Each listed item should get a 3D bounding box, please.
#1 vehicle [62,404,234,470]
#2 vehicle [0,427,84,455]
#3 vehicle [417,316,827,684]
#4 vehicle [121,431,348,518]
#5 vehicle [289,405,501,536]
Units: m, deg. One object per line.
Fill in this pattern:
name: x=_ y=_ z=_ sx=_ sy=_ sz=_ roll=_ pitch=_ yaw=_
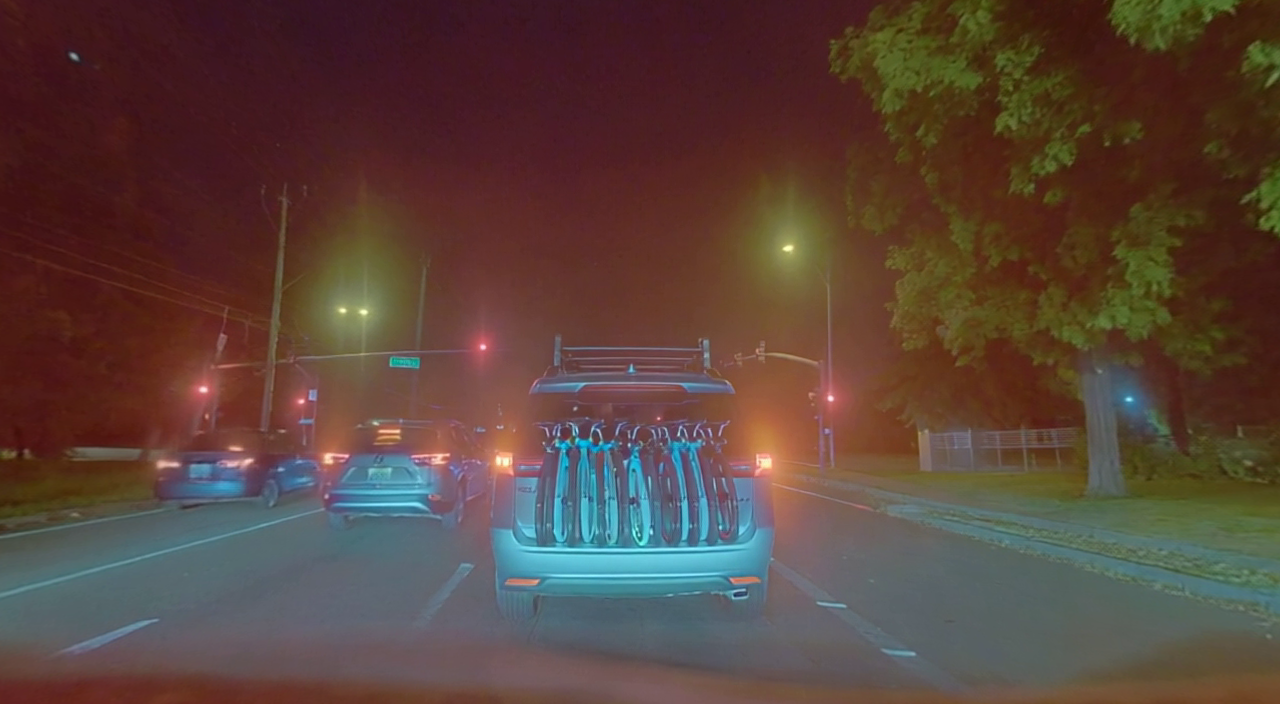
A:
vehicle: x=-30.829 y=5.389 z=39.934 sx=8.040 sy=3.335 sz=3.070 roll=-3 pitch=-9 yaw=-8
vehicle: x=-36.693 y=5.405 z=38.354 sx=3.926 sy=1.536 sz=1.731 roll=-1 pitch=-8 yaw=-8
vehicle: x=-0.235 y=1.159 z=6.004 sx=2.333 sy=2.087 sz=4.586 roll=0 pitch=-8 yaw=-4
vehicle: x=-8.204 y=2.501 z=13.447 sx=2.024 sy=1.511 sz=4.550 roll=0 pitch=-8 yaw=-4
vehicle: x=-4.131 y=2.116 z=11.894 sx=2.337 sy=1.858 sz=5.409 roll=1 pitch=-9 yaw=-6
